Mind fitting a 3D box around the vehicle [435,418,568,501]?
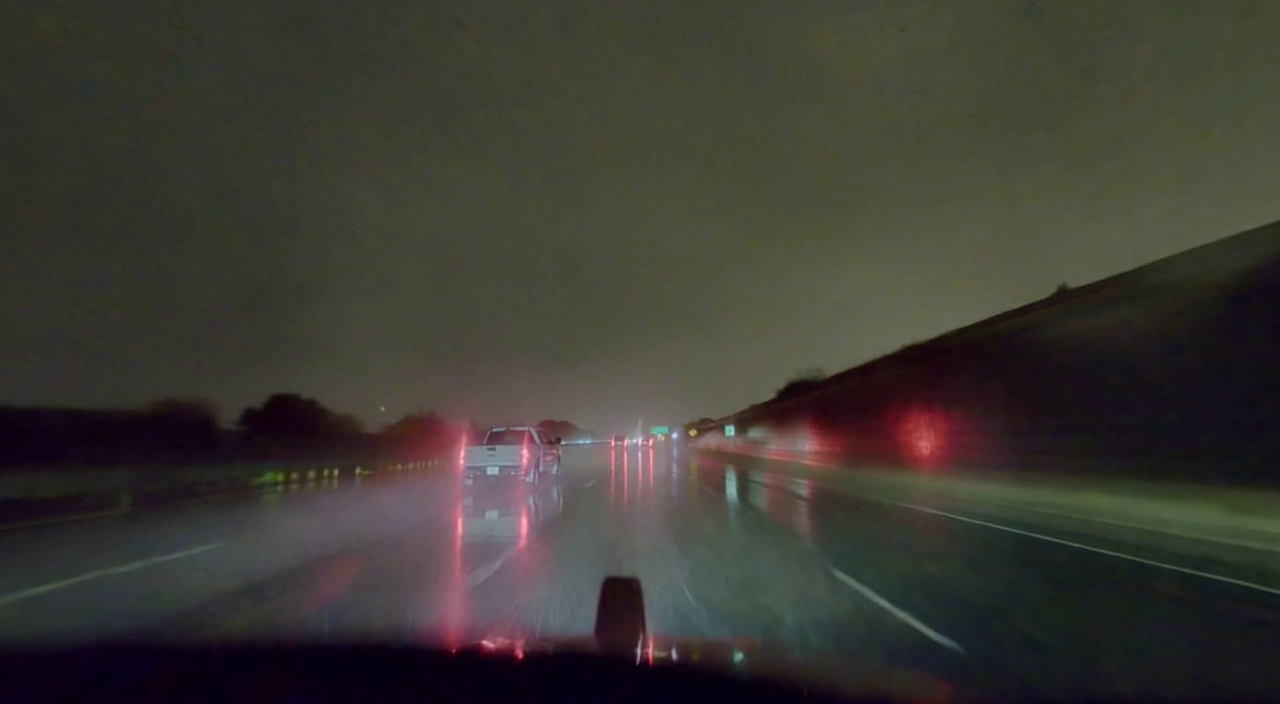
[{"bbox_3d":[-3.551,2.904,17.505,2.379,1.918,5.504,0,-8,1],"label":"vehicle"}]
